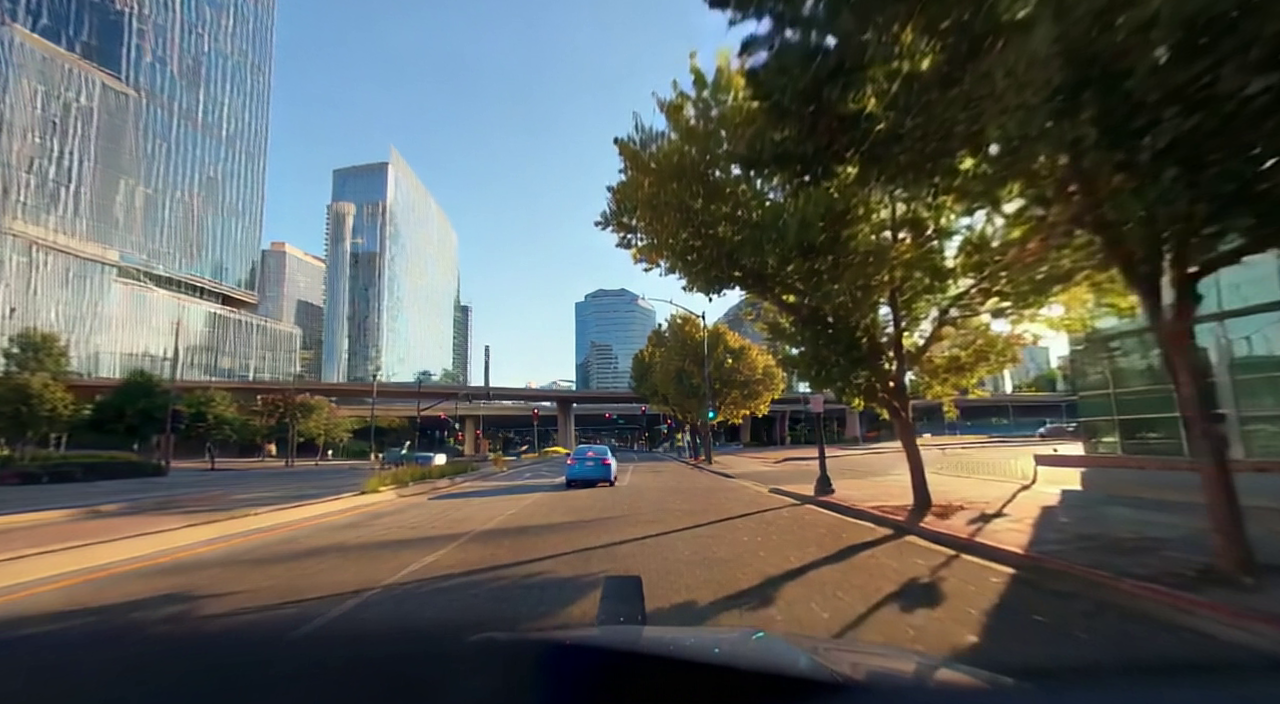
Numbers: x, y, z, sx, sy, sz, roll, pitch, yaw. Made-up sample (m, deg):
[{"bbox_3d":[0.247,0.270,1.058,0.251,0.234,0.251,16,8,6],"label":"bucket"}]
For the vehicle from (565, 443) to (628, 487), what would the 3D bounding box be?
[{"bbox_3d":[-1.571,4.215,23.948,2.154,1.465,4.532,0,-9,-2],"label":"vehicle"}]
